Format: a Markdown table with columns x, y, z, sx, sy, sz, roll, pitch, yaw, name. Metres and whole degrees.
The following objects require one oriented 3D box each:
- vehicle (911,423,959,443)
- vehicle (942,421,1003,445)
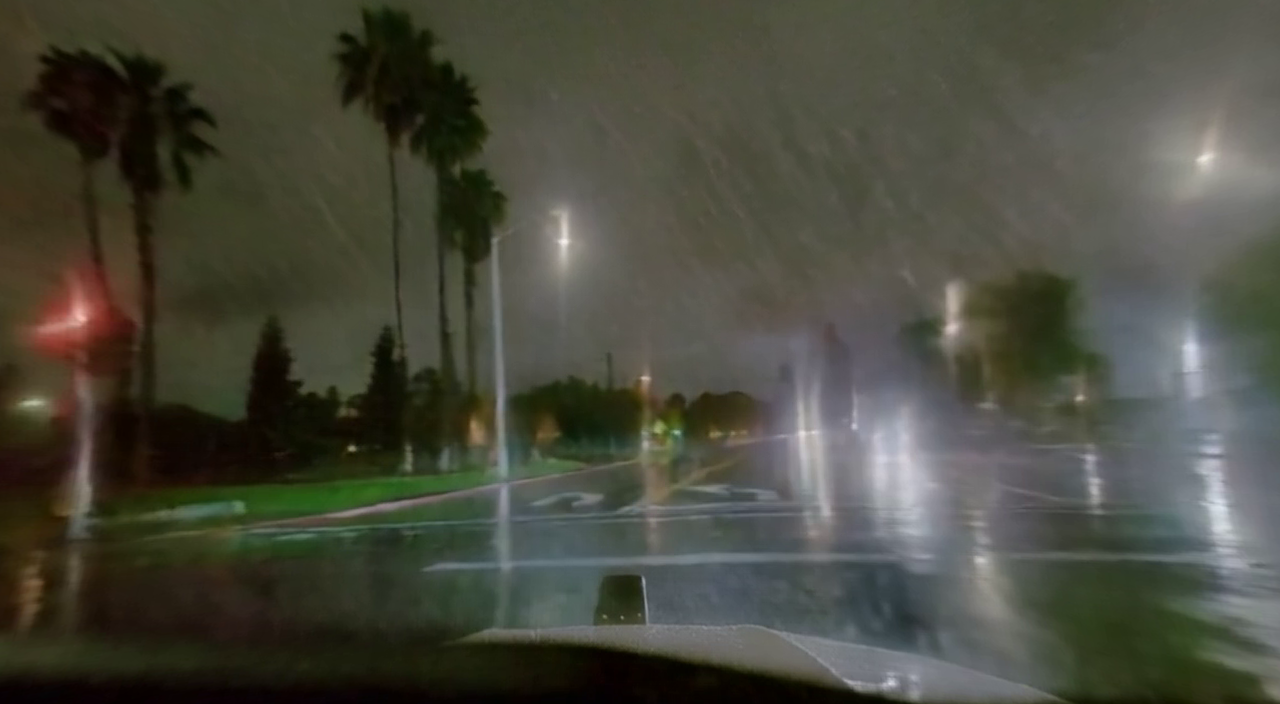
| x | y | z | sx | sy | sz | roll | pitch | yaw | name |
| --- | --- | --- | --- | --- | --- | --- | --- | --- | --- |
| 22.819 | 6.311 | 49.050 | 1.846 | 1.452 | 4.549 | -1 | -8 | 5 | vehicle |
| 21.880 | 5.370 | 41.790 | 1.870 | 1.456 | 4.605 | -1 | -8 | 5 | vehicle |
